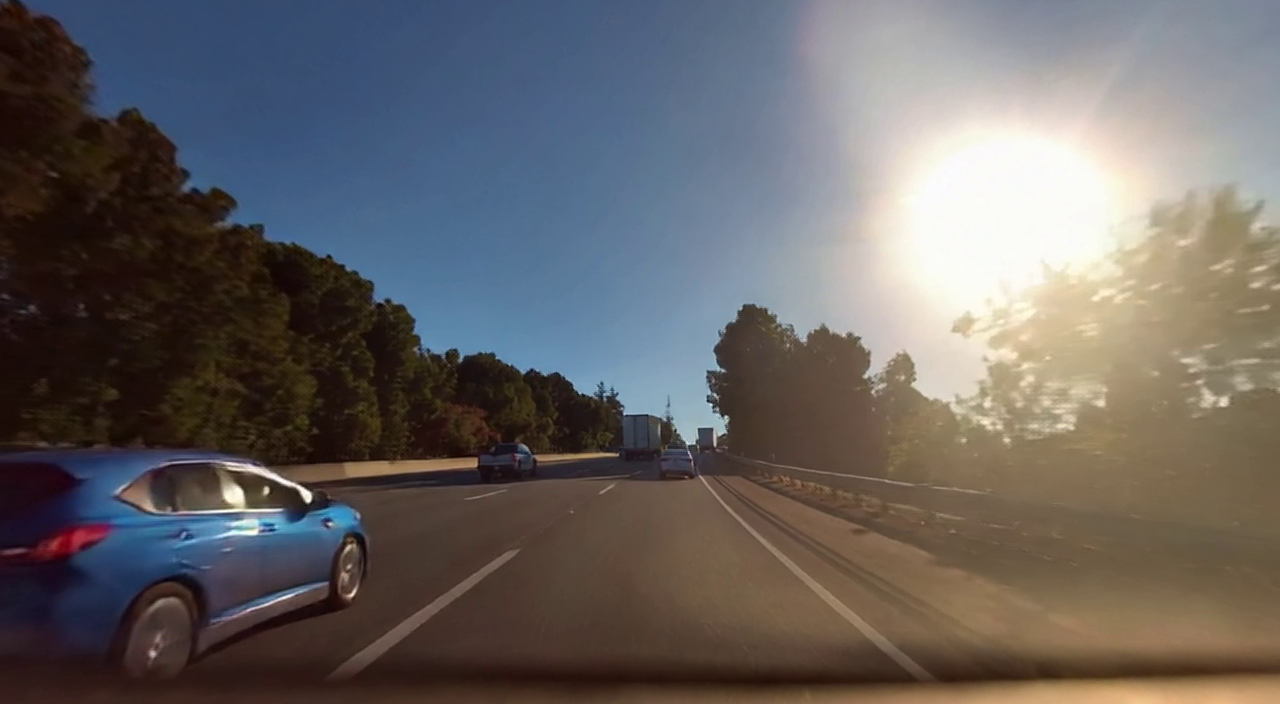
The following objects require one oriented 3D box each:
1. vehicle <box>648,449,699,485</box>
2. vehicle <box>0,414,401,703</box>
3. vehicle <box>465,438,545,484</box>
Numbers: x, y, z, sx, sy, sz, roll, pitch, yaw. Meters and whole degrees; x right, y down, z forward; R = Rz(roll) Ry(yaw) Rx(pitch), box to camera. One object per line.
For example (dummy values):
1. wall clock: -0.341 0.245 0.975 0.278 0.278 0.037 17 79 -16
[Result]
1. vehicle: 1.392 4.737 26.219 1.984 1.365 3.767 -1 -9 3
2. vehicle: -3.399 1.223 3.870 1.916 1.486 4.631 0 -9 2
3. vehicle: -5.858 4.840 28.153 2.142 1.833 4.854 -1 -9 5
